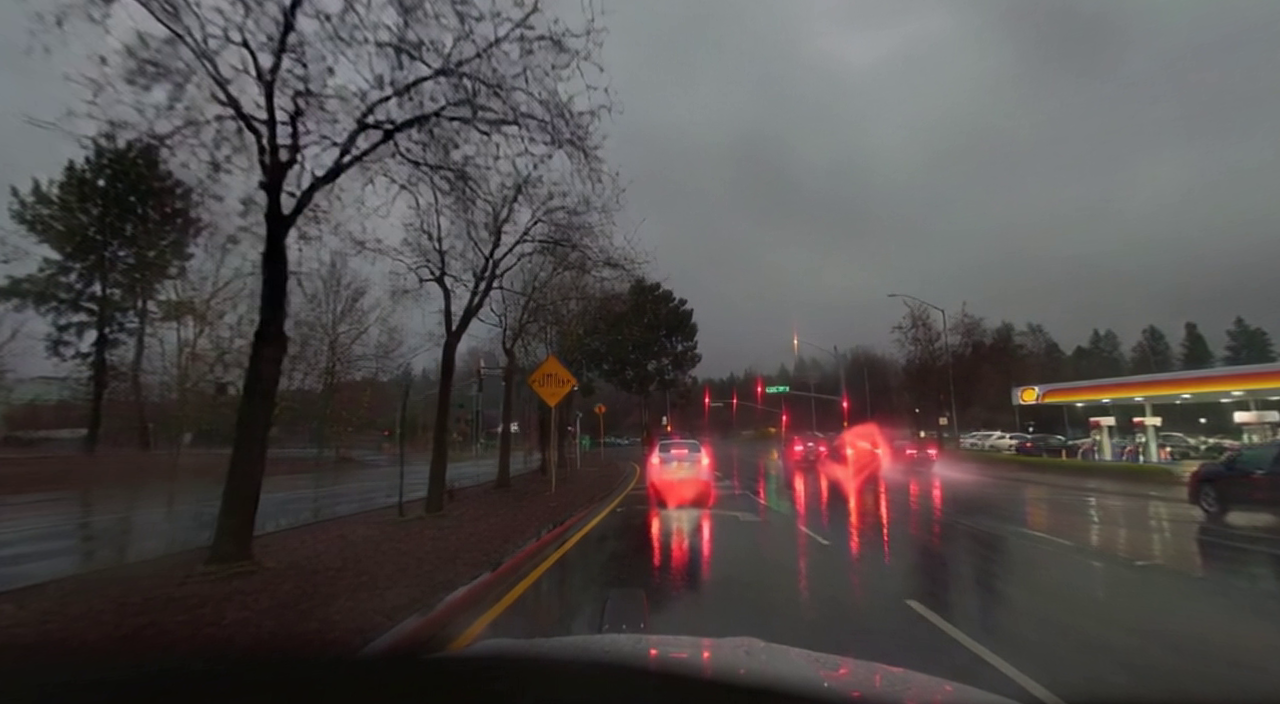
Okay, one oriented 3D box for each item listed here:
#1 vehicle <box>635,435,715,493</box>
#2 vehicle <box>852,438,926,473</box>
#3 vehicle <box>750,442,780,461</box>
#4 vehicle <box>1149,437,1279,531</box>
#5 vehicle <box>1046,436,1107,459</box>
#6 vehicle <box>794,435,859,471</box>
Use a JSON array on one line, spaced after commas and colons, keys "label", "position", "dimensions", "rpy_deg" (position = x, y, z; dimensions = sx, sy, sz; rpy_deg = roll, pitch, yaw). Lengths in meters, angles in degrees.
[{"label": "vehicle", "position": [0.973, 3.189, 18.234], "dimensions": [2.032, 1.461, 4.173], "rpy_deg": [0, -9, 2]}, {"label": "vehicle", "position": [12.142, 5.097, 31.109], "dimensions": [1.976, 1.584, 4.516], "rpy_deg": [0, -9, 3]}, {"label": "vehicle", "position": [9.726, 7.758, 49.329], "dimensions": [1.716, 1.400, 3.921], "rpy_deg": [0, -9, 2]}, {"label": "vehicle", "position": [11.051, 2.120, 10.225], "dimensions": [1.880, 1.472, 4.694], "rpy_deg": [-1, -9, 3]}, {"label": "vehicle", "position": [31.318, 6.890, 45.329], "dimensions": [1.914, 1.563, 3.672], "rpy_deg": [-1, -9, 5]}, {"label": "vehicle", "position": [9.446, 5.170, 32.340], "dimensions": [1.991, 1.695, 4.357], "rpy_deg": [0, -9, 0]}]
